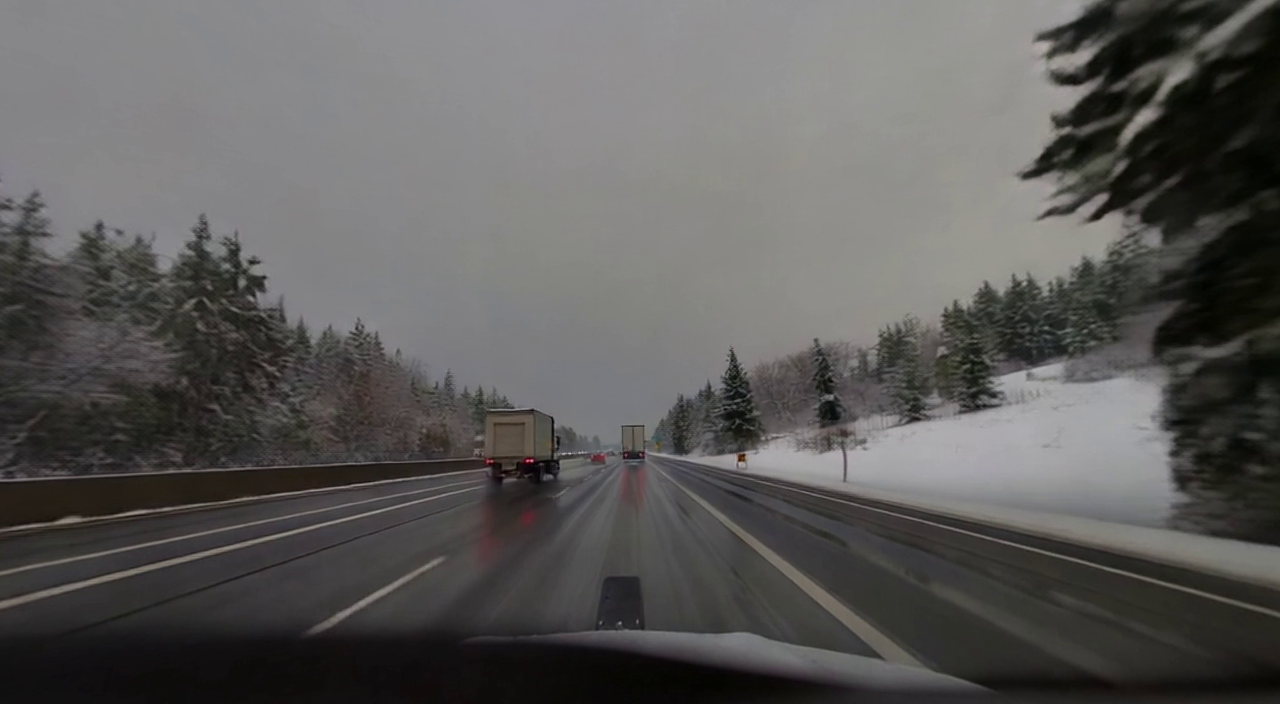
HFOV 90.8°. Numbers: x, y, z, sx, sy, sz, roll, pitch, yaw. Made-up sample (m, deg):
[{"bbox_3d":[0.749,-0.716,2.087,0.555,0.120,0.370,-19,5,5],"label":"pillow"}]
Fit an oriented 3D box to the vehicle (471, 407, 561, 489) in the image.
[{"bbox_3d":[-4.701,3.831,25.102,2.368,2.813,6.329,0,-9,-1],"label":"vehicle"}]
